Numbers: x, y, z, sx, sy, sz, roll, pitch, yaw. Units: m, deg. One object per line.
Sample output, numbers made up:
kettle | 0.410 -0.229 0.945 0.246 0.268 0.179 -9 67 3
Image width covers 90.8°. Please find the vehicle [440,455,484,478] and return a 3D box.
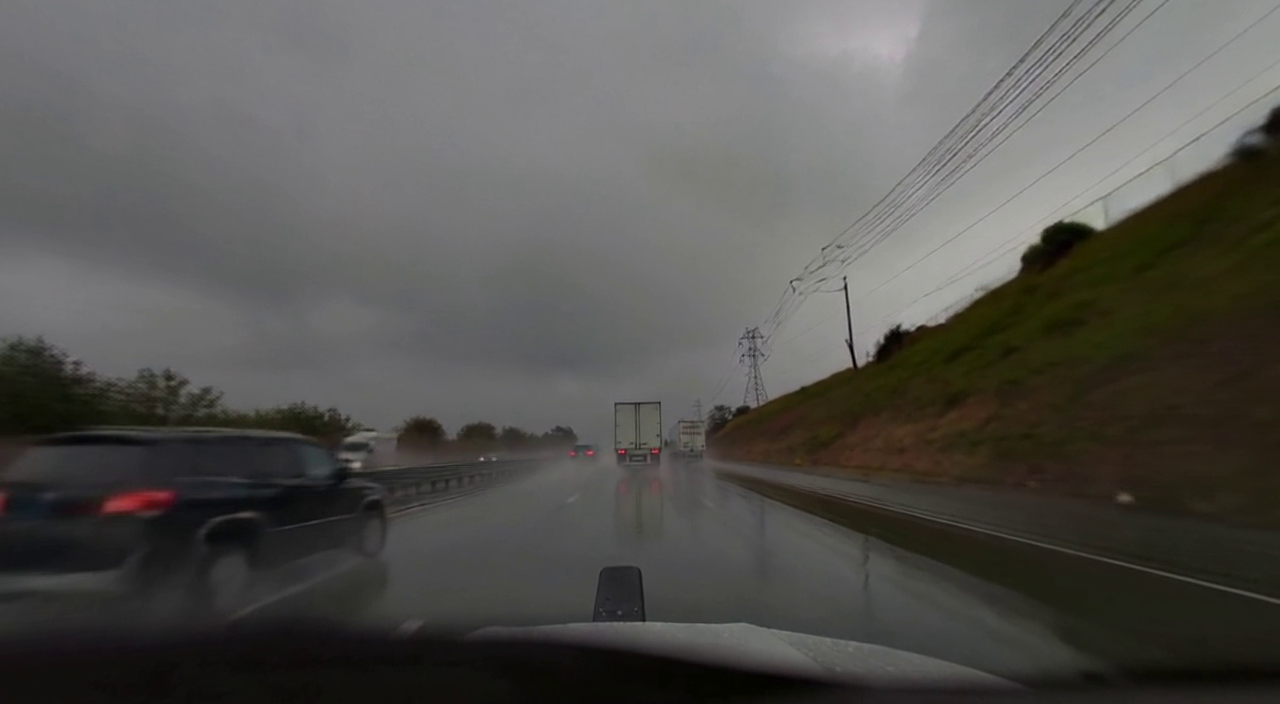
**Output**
vehicle | -11.967 7.713 42.683 1.766 1.423 4.036 0 -9 1

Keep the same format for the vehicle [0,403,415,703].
vehicle | -3.603 1.314 4.668 2.128 1.533 4.694 0 -9 0

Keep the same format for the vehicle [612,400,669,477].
vehicle | 0.104 5.428 38.986 2.985 4.025 10.982 0 -9 1

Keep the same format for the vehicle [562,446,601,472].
vehicle | -3.931 7.285 43.019 2.170 1.657 4.573 0 -9 1
